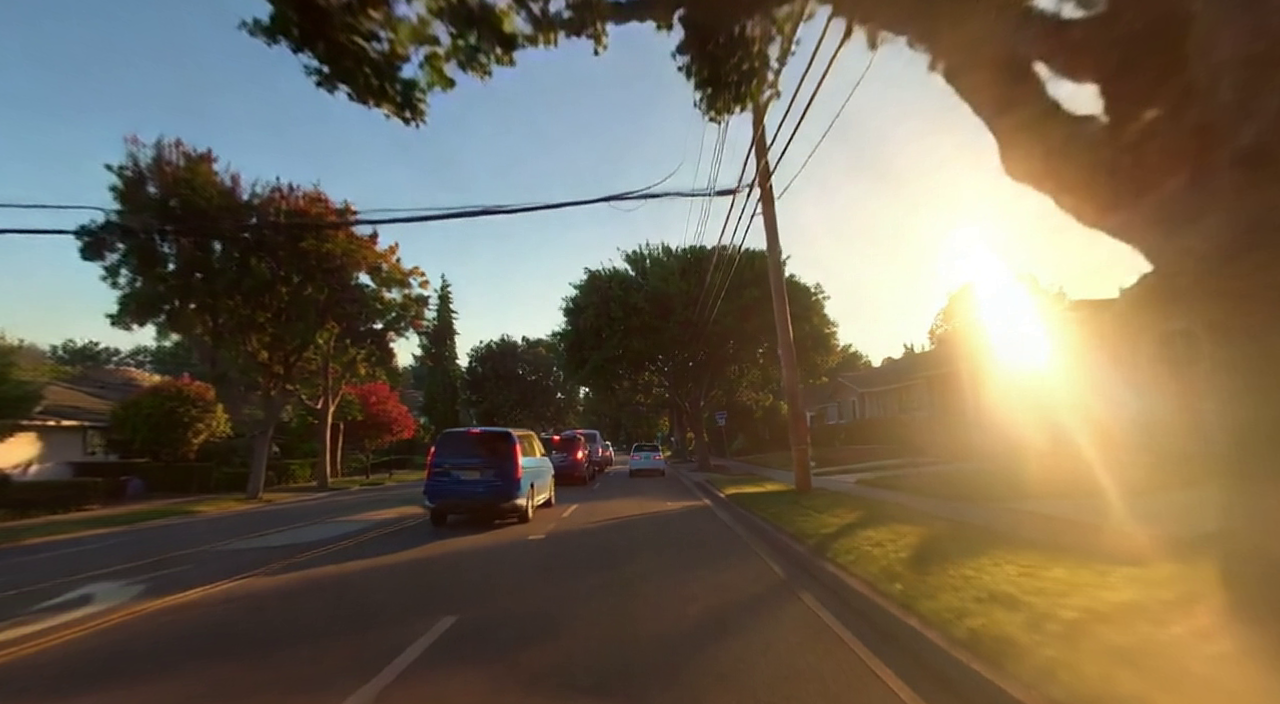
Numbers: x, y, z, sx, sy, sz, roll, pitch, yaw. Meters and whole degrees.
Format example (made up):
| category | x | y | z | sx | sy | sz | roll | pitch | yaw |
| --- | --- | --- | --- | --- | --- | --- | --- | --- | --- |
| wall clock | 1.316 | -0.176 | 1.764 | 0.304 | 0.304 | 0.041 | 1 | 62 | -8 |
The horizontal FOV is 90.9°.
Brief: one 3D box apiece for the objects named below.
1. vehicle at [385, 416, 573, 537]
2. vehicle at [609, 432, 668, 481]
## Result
| category | x | y | z | sx | sy | sz | roll | pitch | yaw |
| --- | --- | --- | --- | --- | --- | --- | --- | --- | --- |
| vehicle | -2.593 | 2.158 | 11.455 | 2.157 | 1.765 | 4.303 | 0 | -9 | 2 |
| vehicle | -0.070 | 4.035 | 24.513 | 2.120 | 1.718 | 3.909 | 0 | -9 | 0 |
